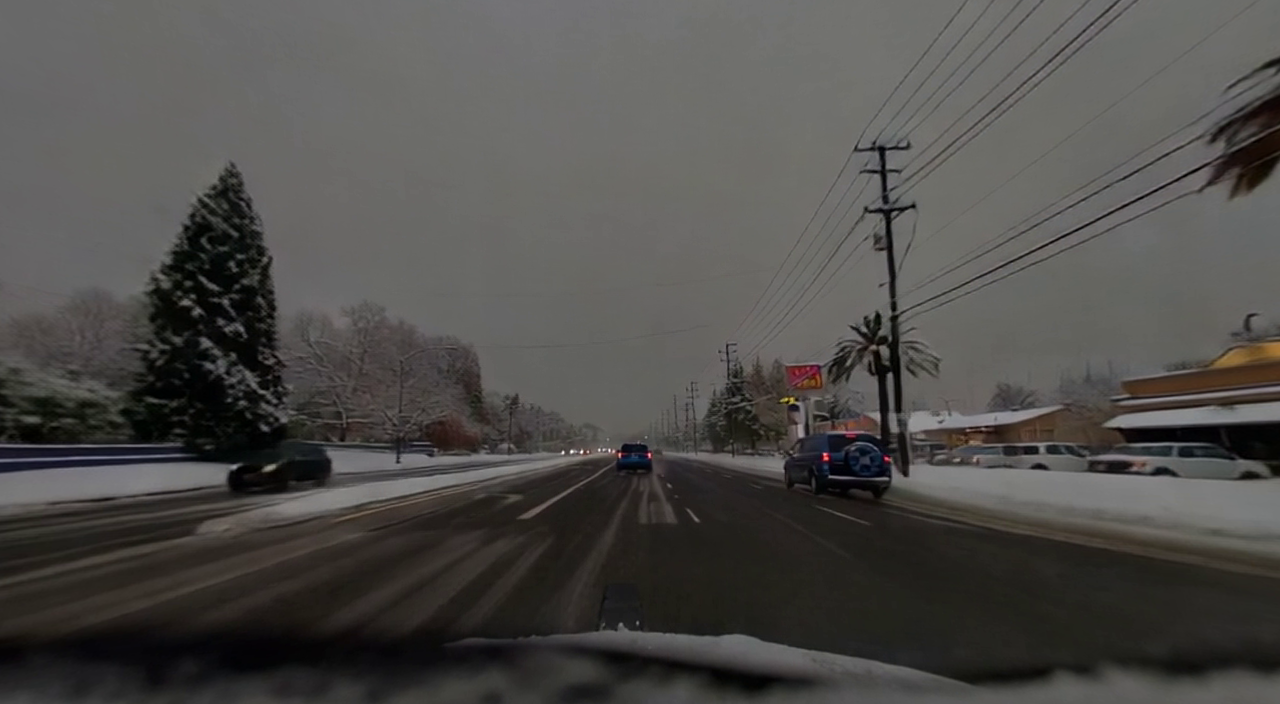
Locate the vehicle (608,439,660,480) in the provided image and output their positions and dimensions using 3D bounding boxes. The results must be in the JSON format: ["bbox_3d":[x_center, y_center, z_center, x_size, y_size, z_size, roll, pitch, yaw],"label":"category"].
[{"bbox_3d":[-0.261,4.710,27.955,2.138,1.672,4.168,0,-8,0],"label":"vehicle"}]

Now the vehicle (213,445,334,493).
[{"bbox_3d":[-14.172,4.504,24.710,1.997,1.641,4.528,0,-8,0],"label":"vehicle"}]

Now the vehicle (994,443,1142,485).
[{"bbox_3d":[17.759,4.652,26.308,4.605,1.459,1.968,-3,-9,4],"label":"vehicle"}]

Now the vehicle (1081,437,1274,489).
[{"bbox_3d":[17.900,3.685,21.172,4.490,1.604,2.089,0,-8,2],"label":"vehicle"}]

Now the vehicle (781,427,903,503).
[{"bbox_3d":[5.765,3.261,18.662,2.107,1.928,4.471,0,-8,0],"label":"vehicle"}]
